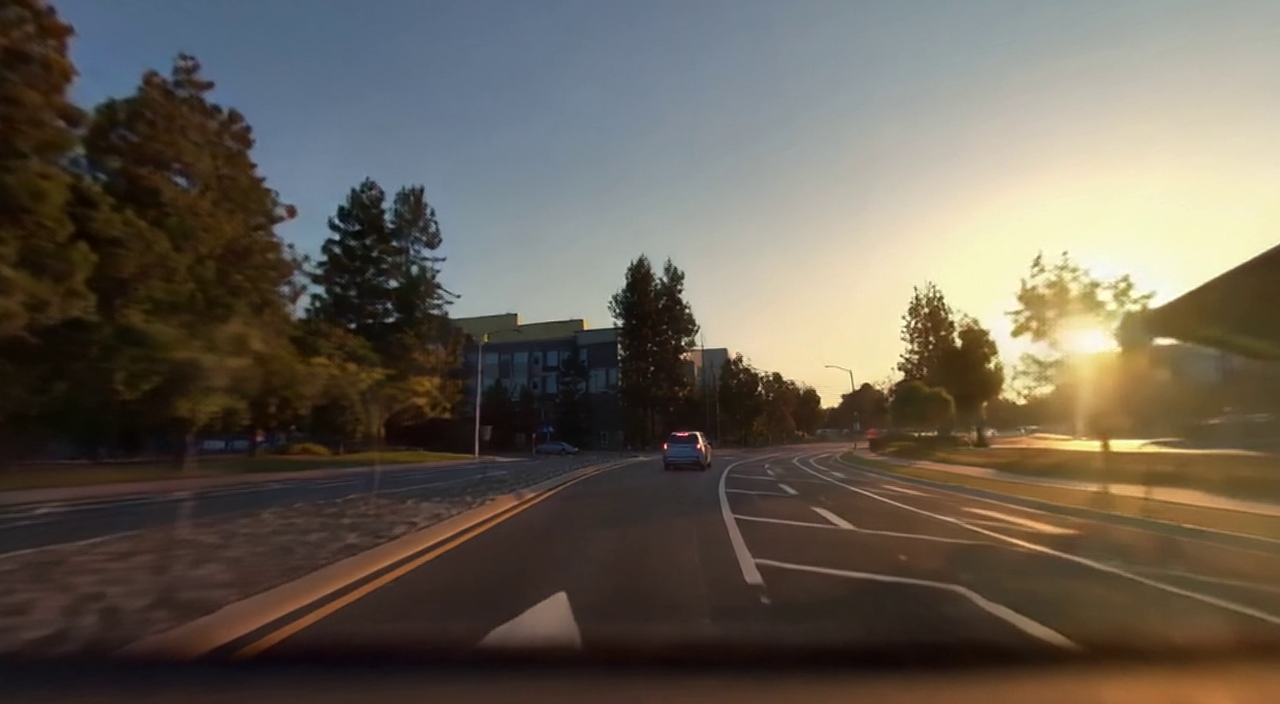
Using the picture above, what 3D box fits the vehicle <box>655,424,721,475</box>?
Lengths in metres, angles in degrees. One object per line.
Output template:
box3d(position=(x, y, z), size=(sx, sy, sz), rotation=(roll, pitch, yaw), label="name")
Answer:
box3d(position=(2.183, 4.145, 26.979), size=(2.371, 1.926, 5.615), rotation=(-1, -8, 9), label="vehicle")
